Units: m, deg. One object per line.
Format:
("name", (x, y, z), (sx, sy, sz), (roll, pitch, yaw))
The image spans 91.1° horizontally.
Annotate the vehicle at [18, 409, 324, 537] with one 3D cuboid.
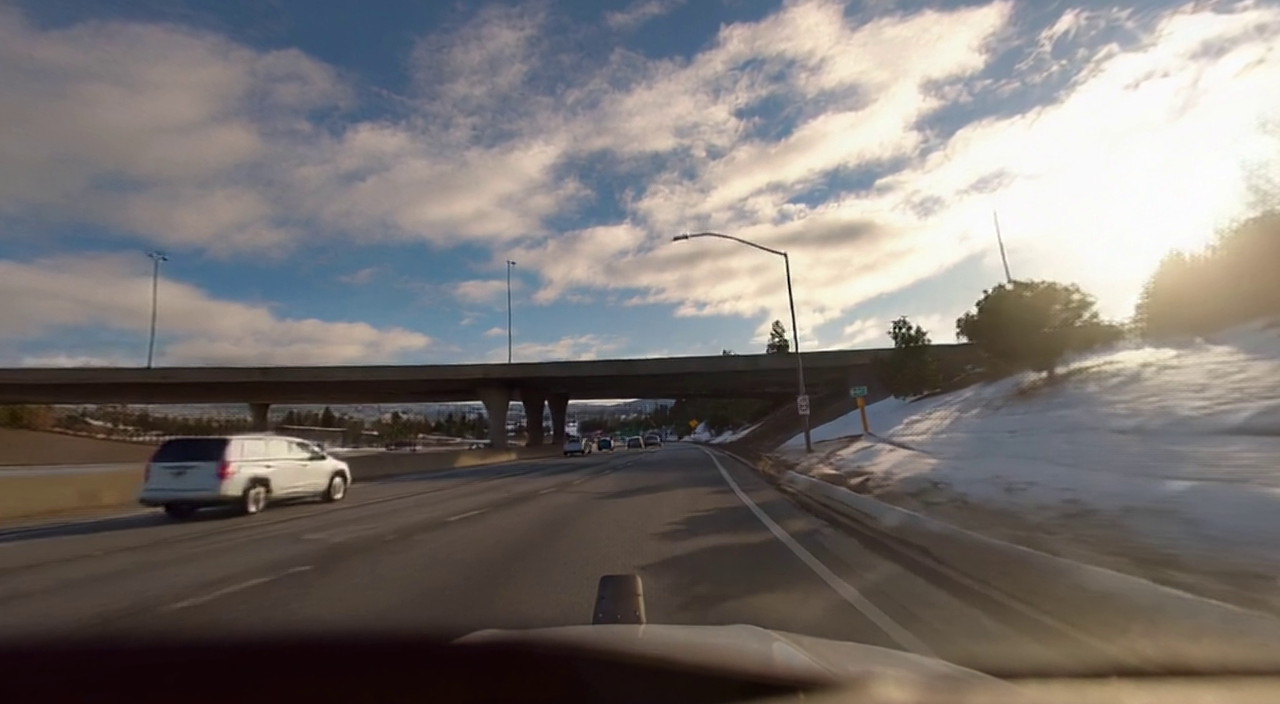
("vehicle", (-8.261, 2.129, 11.808), (1.956, 1.888, 4.512), (-1, -8, 6))
